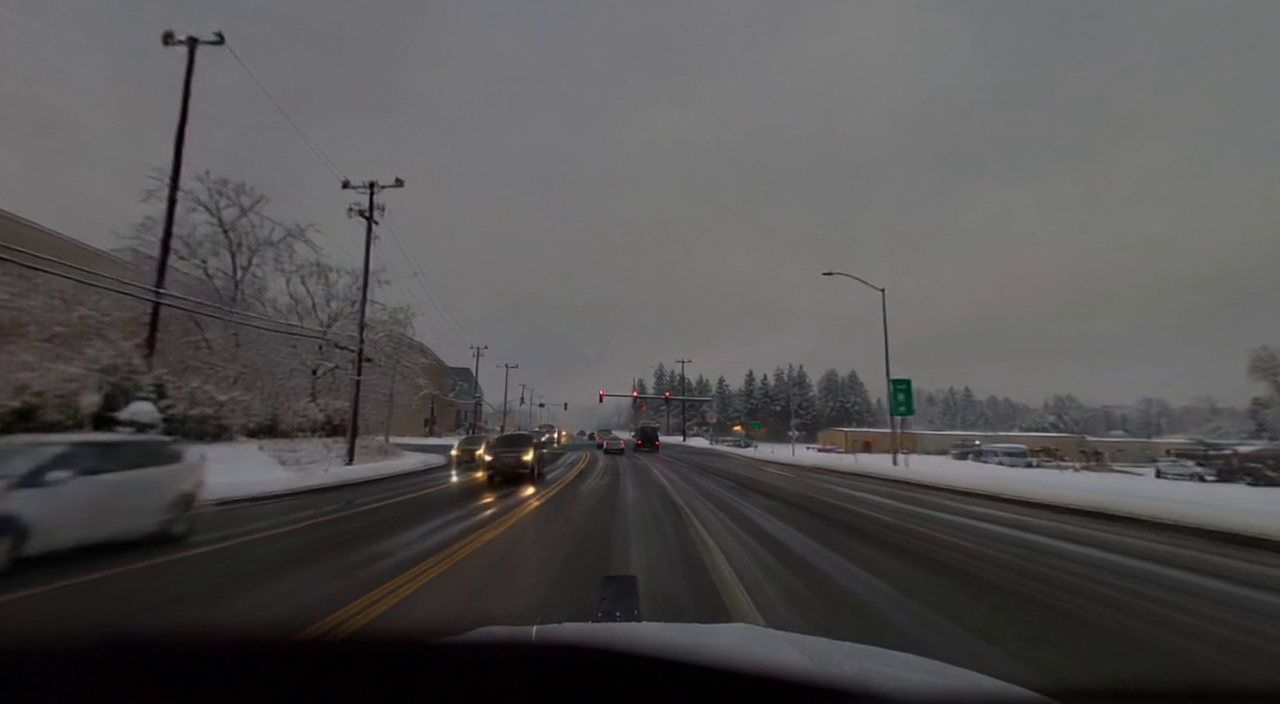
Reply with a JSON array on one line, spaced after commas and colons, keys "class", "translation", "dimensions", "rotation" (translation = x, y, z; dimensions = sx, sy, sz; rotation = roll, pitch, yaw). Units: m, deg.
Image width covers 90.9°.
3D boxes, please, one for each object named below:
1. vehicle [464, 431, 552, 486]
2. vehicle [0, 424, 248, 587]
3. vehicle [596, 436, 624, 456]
[{"class": "vehicle", "translation": [-4.012, 3.295, 19.871], "dimensions": [2.003, 1.562, 3.862], "rotation": [0, -8, -1]}, {"class": "vehicle", "translation": [-6.841, 1.631, 7.374], "dimensions": [1.922, 1.489, 3.939], "rotation": [0, -8, 0]}, {"class": "vehicle", "translation": [-2.376, 7.330, 49.152], "dimensions": [2.060, 1.491, 3.873], "rotation": [1, -8, -3]}]
